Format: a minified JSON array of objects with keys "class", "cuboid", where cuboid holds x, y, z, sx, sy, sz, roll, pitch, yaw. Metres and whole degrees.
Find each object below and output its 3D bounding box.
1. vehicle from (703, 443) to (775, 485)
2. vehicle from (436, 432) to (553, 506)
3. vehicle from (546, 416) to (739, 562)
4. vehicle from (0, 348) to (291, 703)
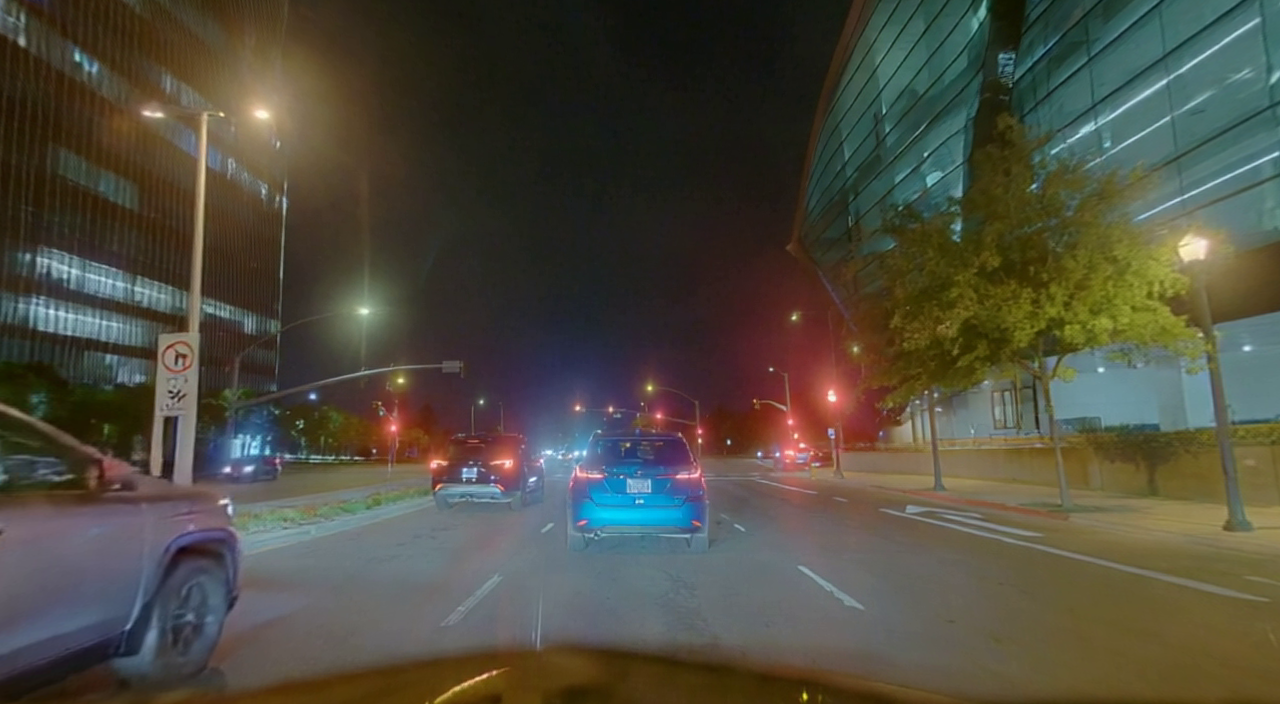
[{"class":"vehicle","cuboid":[3.705,4.260,24.457,2.082,1.445,4.426,0,-8,0]},{"class":"vehicle","cuboid":[-3.625,2.989,16.587,2.068,1.678,4.199,0,-8,0]},{"class":"vehicle","cuboid":[0.008,1.885,9.405,2.207,1.659,4.155,0,-8,0]},{"class":"vehicle","cuboid":[-3.598,0.812,2.325,2.083,1.691,4.398,0,-8,0]}]
